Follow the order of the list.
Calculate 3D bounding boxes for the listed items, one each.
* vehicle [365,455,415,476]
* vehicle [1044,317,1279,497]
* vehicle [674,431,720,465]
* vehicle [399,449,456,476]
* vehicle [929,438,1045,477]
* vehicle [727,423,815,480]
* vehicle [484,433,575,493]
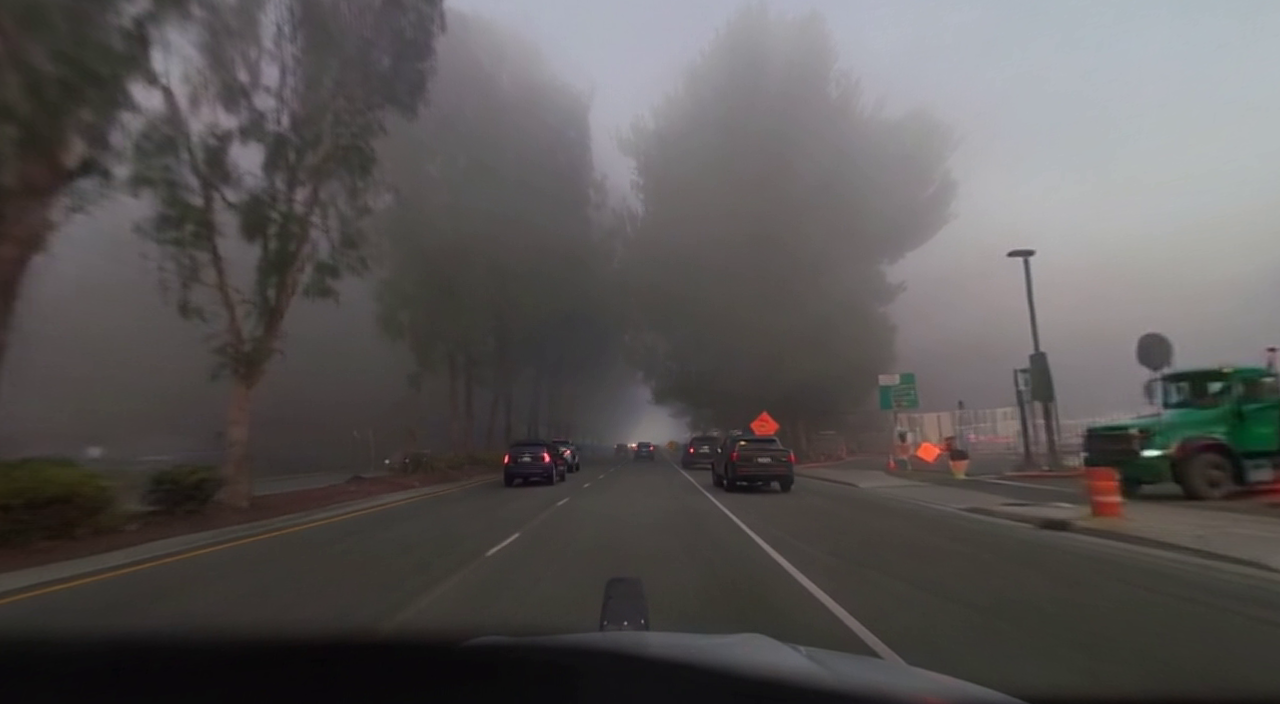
[{"bbox_3d":[-18.886,8.570,47.791,1.875,1.475,4.429,0,-9,2],"label":"vehicle"},{"bbox_3d":[14.864,1.332,14.525,8.949,3.673,3.044,1,-8,-2],"label":"vehicle"},{"bbox_3d":[4.363,7.590,49.995,2.760,2.465,7.936,0,-9,-2],"label":"vehicle"},{"bbox_3d":[-13.339,6.941,39.806,1.826,1.553,4.293,-1,-9,5],"label":"vehicle"},{"bbox_3d":[14.166,4.326,26.104,1.969,1.457,4.719,0,-9,-2],"label":"vehicle"},{"bbox_3d":[5.663,4.461,28.464,2.653,2.231,6.793,0,-9,1],"label":"vehicle"},{"bbox_3d":[-3.375,3.503,20.250,2.038,1.682,4.399,0,-9,1],"label":"vehicle"}]
